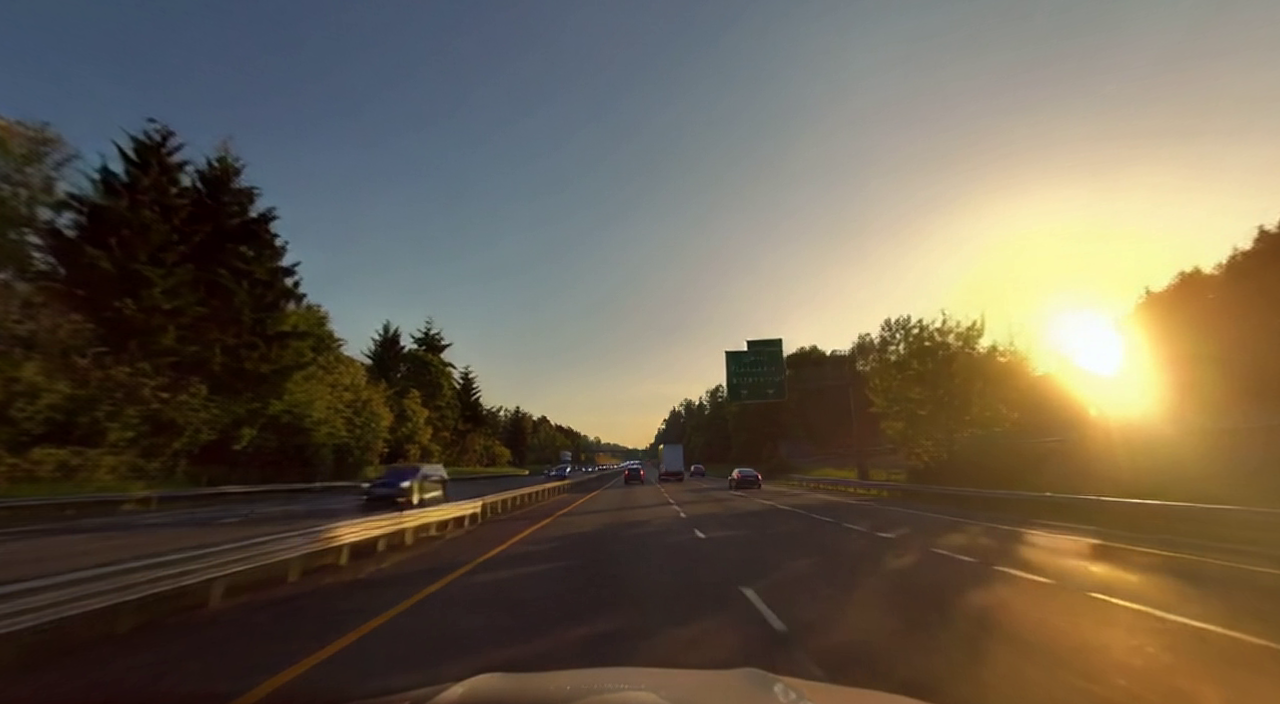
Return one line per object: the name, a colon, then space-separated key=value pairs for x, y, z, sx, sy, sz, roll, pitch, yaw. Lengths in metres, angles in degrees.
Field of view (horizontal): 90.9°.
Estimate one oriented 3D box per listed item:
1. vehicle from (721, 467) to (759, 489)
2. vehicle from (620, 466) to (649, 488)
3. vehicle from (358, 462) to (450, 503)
vehicle: x=7.226 y=9.183 z=46.047 sx=1.977 sy=1.494 sz=4.311 roll=1 pitch=-10 yaw=-2
vehicle: x=-0.419 y=9.082 z=45.848 sx=2.025 sy=1.452 sz=3.927 roll=1 pitch=-10 yaw=-1
vehicle: x=-9.701 y=5.409 z=26.304 sx=2.098 sy=1.510 sz=4.343 roll=1 pitch=-10 yaw=1
